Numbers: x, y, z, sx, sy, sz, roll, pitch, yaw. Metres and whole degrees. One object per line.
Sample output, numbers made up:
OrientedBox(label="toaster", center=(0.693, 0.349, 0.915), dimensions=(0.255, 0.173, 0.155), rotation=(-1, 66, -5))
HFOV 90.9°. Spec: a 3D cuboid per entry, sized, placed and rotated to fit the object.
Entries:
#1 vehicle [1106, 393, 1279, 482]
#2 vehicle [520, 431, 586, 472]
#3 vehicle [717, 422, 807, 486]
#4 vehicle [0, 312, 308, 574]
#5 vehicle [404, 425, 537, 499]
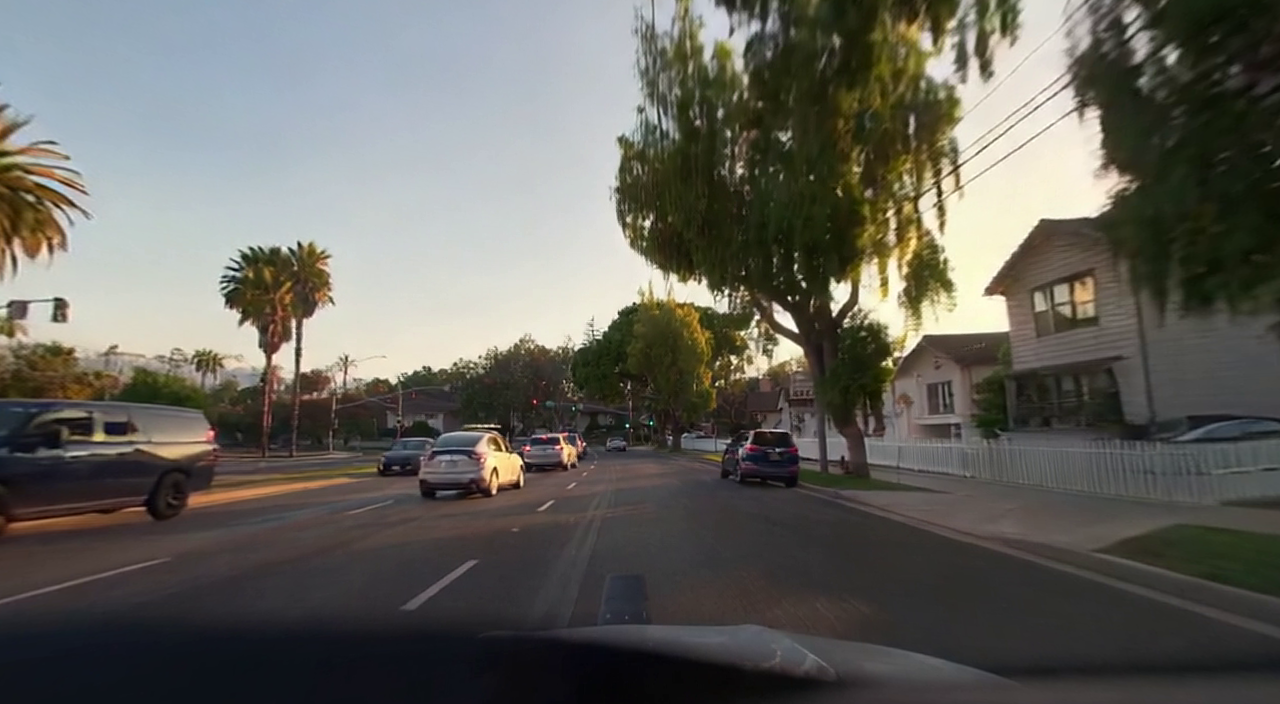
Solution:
OrientedBox(label="vehicle", center=(15.009, 2.179, 16.219), dimensions=(4.864, 2.000, 2.353), rotation=(2, -8, -20))
OrientedBox(label="vehicle", center=(-3.686, 4.331, 27.667), dimensions=(2.181, 1.636, 4.504), rotation=(-1, -8, 1))
OrientedBox(label="vehicle", center=(3.621, 3.107, 19.525), dimensions=(1.801, 1.746, 4.325), rotation=(0, -8, -2))
OrientedBox(label="vehicle", center=(-6.963, 1.141, 7.936), dimensions=(2.155, 2.399, 6.101), rotation=(-1, -8, 1))
OrientedBox(label="vehicle", center=(-4.003, 2.671, 15.737), dimensions=(2.051, 1.572, 4.207), rotation=(-1, -8, 2))
